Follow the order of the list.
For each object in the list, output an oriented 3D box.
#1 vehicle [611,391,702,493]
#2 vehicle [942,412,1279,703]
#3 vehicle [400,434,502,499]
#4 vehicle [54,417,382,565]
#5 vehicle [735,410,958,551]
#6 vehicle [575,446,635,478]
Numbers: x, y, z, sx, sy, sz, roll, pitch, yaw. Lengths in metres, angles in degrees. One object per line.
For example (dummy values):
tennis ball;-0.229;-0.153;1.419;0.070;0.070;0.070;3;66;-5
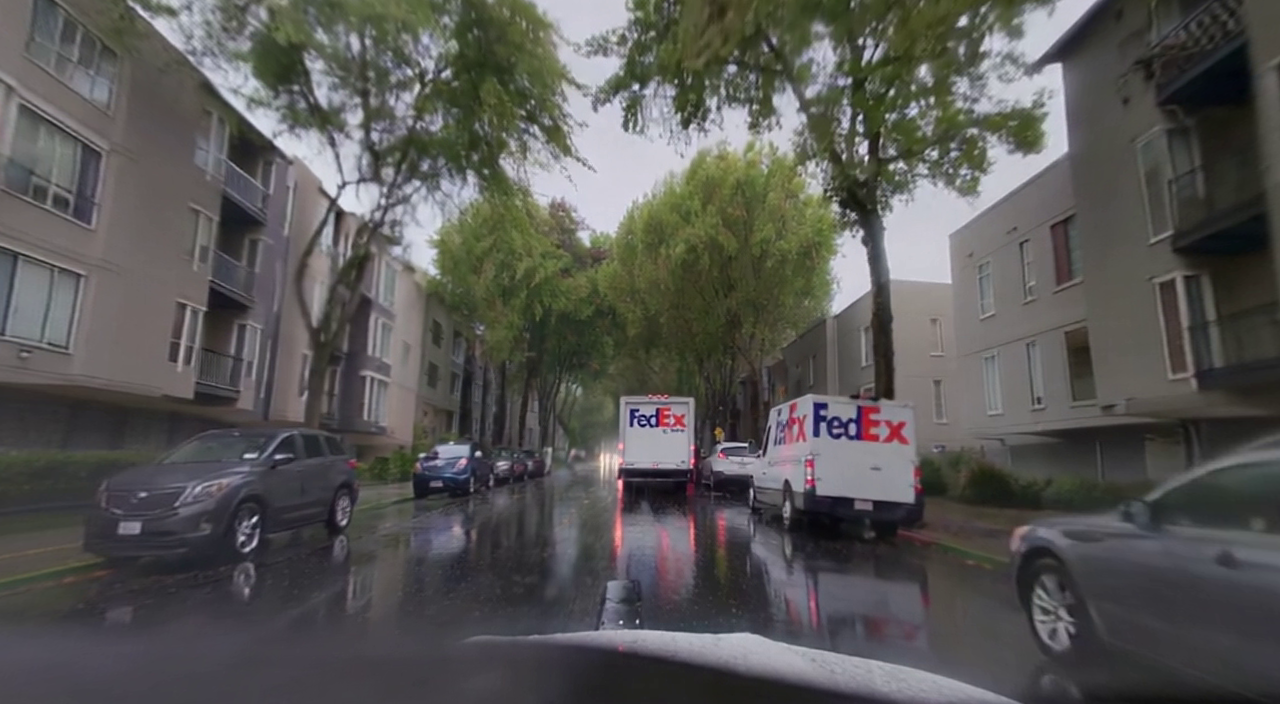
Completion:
vehicle;0.417;3.489;24.502;2.930;3.275;8.180;0;-8;-1
vehicle;3.390;1.052;2.858;1.877;1.500;4.407;0;-8;0
vehicle;-6.084;3.725;20.973;2.020;1.867;4.654;0;-8;-1
vehicle;-5.968;1.996;9.796;2.089;1.757;4.256;0;-8;0
vehicle;3.376;2.249;11.893;2.221;1.991;5.564;0;-8;-1
vehicle;-1.690;5.516;32.004;1.981;1.500;3.992;-2;-9;13
